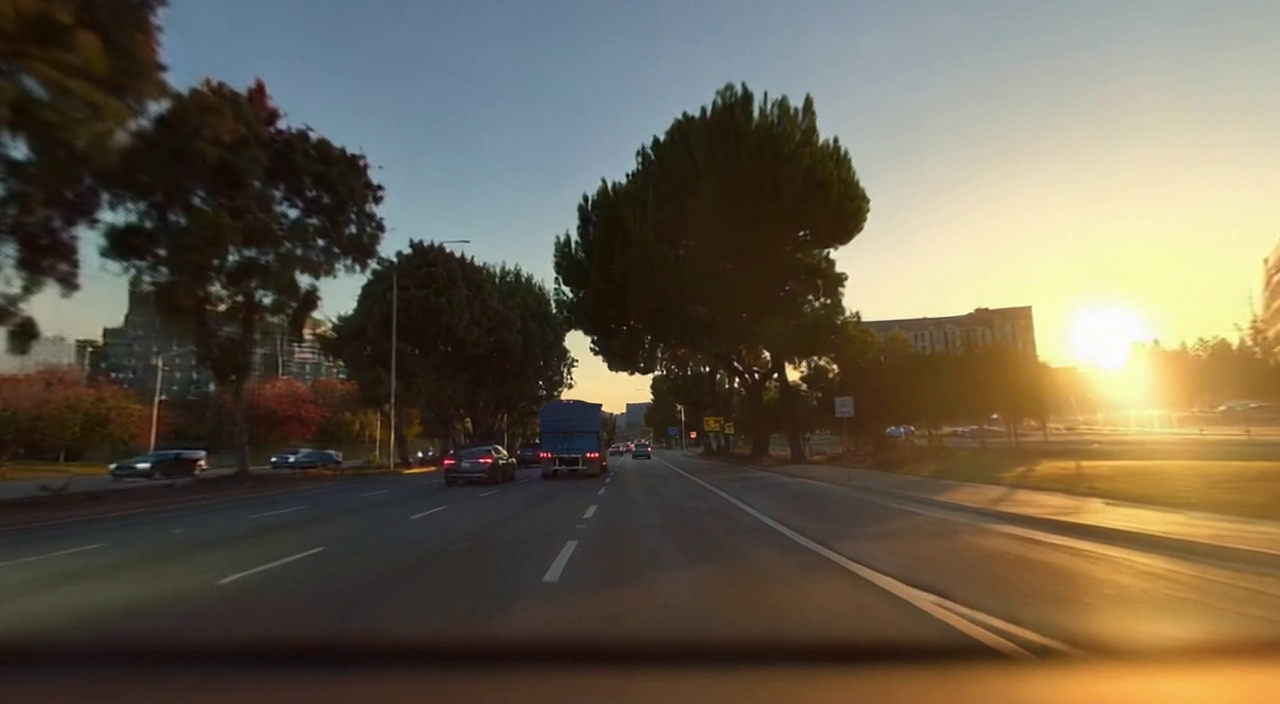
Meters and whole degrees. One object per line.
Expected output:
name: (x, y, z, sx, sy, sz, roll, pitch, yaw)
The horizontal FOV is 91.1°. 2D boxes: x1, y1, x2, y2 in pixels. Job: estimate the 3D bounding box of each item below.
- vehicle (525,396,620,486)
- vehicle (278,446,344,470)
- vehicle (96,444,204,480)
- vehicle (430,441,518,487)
vehicle: (-2.411, 3.561, 24.901, 2.993, 3.051, 6.692, 0, -9, 0)
vehicle: (-21.987, 7.107, 42.175, 1.887, 1.488, 4.759, 0, -9, 0)
vehicle: (-25.486, 5.735, 32.931, 1.937, 1.706, 4.617, 0, -9, 0)
vehicle: (-5.804, 3.956, 22.471, 2.023, 1.483, 4.143, 0, -9, 0)
